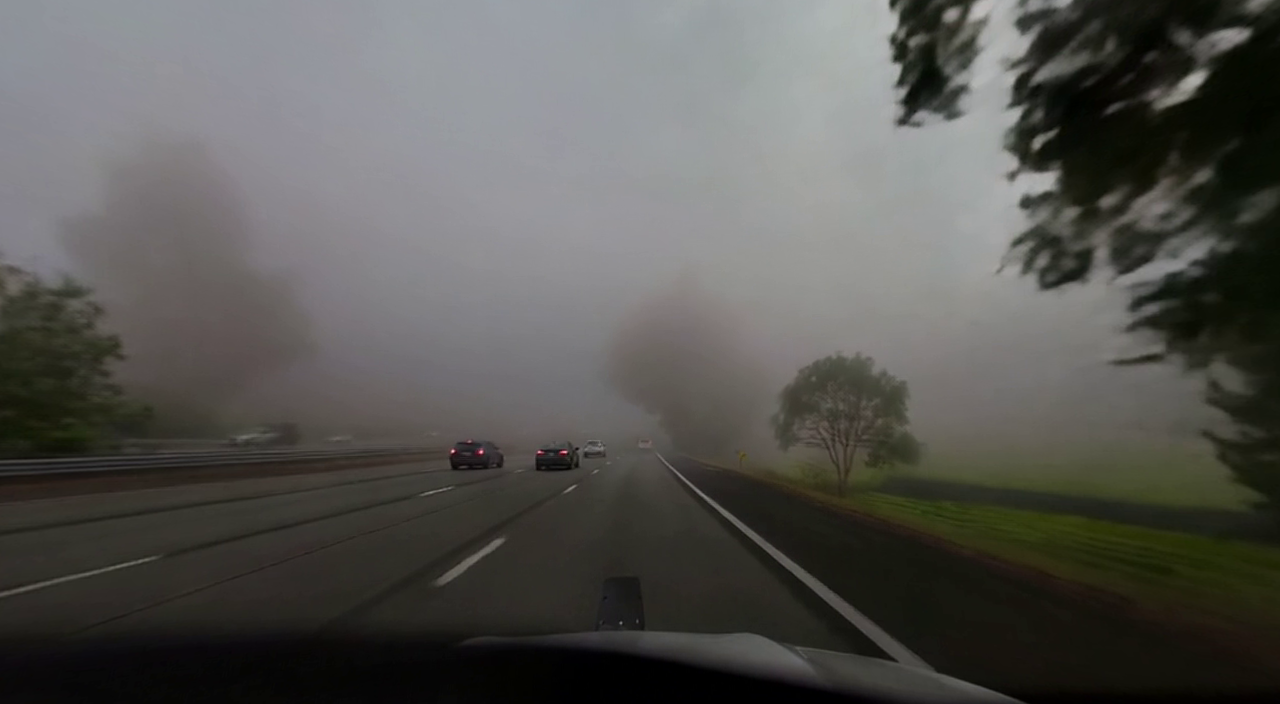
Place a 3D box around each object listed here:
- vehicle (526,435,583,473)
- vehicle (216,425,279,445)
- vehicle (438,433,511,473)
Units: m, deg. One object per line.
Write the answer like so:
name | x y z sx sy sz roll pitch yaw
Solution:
vehicle | -4.039 4.898 30.544 2.035 1.673 4.469 0 -8 2
vehicle | -30.027 6.414 48.342 2.019 1.484 4.332 0 -8 1
vehicle | -7.603 4.717 29.478 2.108 1.686 4.556 0 -8 1
